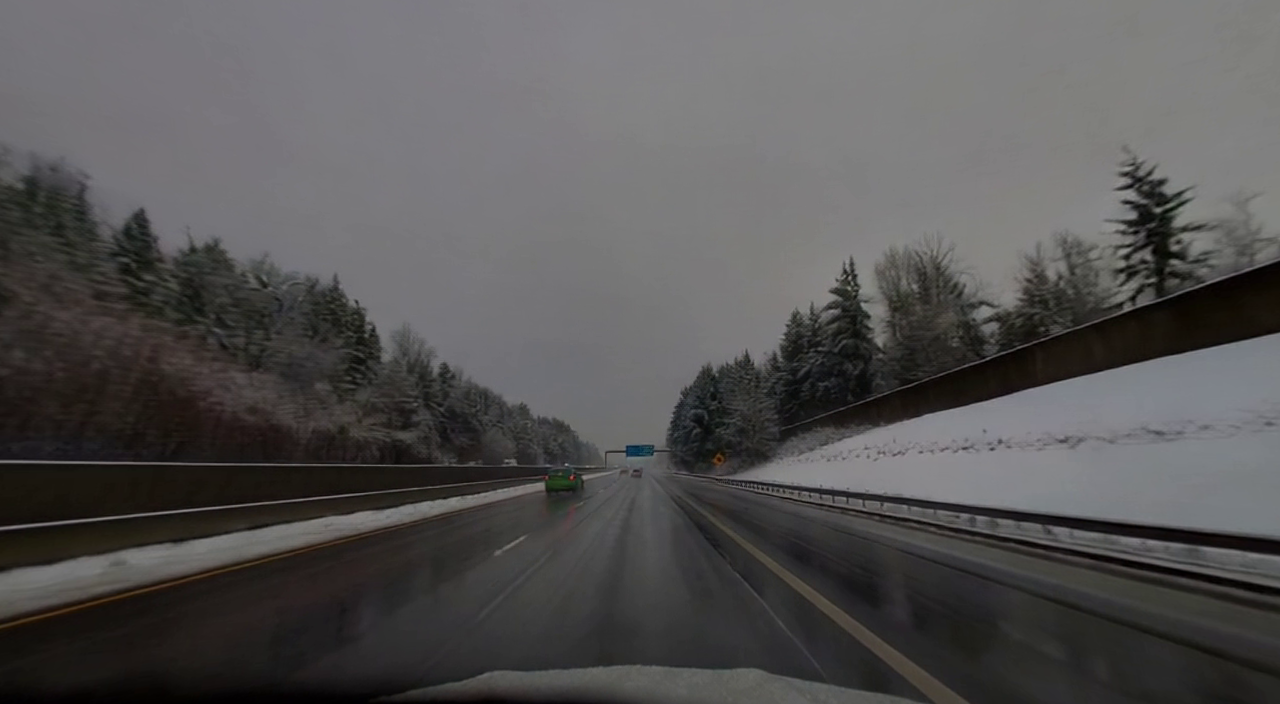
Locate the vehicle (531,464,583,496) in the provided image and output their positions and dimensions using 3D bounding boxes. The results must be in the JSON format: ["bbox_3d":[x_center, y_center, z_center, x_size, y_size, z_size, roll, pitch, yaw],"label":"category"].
[{"bbox_3d":[-4.044,6.322,31.326,2.006,1.469,4.050,1,-10,0],"label":"vehicle"}]
